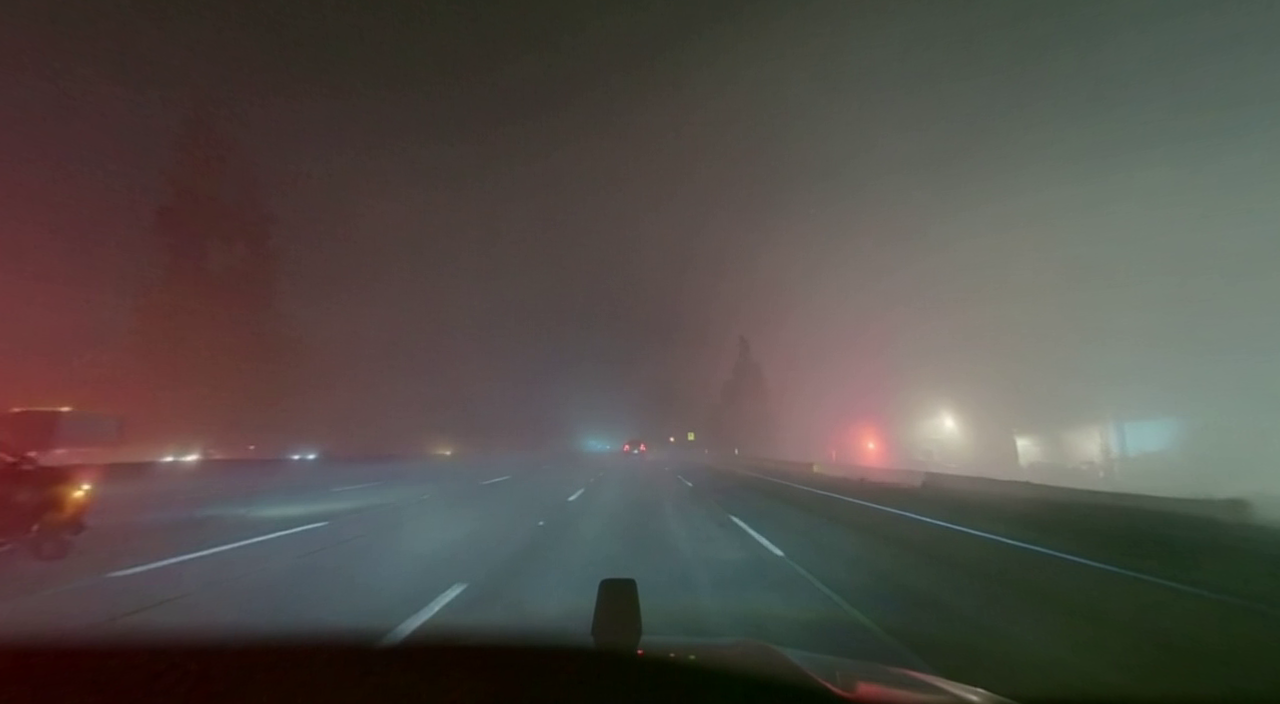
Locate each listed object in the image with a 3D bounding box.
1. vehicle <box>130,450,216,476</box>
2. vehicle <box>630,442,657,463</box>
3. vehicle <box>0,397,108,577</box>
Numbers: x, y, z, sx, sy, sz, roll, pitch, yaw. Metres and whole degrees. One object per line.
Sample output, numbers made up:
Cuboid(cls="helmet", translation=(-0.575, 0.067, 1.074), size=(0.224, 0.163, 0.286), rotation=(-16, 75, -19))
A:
Cuboid(cls="vehicle", translation=(-28.671, 6.811, 38.959), size=(1.811, 1.490, 4.570), rotation=(0, -8, 0))
Cuboid(cls="vehicle", translation=(0.247, 7.651, 48.369), size=(2.021, 1.528, 4.154), rotation=(0, -8, -1))
Cuboid(cls="vehicle", translation=(-7.527, 1.198, 5.208), size=(2.032, 1.808, 4.776), rotation=(0, -8, 1))
